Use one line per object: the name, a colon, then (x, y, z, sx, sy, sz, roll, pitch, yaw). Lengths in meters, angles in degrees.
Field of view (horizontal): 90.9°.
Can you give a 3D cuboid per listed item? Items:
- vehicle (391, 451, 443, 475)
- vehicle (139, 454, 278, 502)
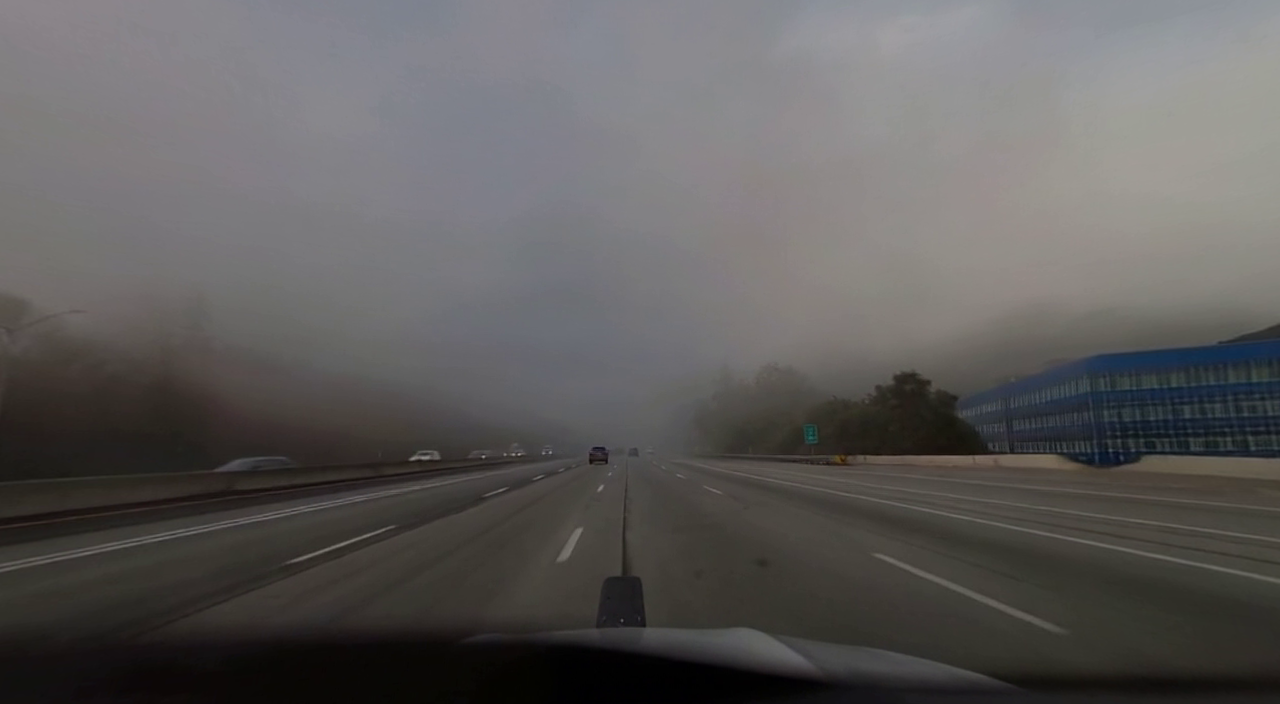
vehicle: (-15.572, 7.763, 44.334, 1.933, 1.537, 4.929, 0, -9, -1)
vehicle: (-15.501, 4.507, 23.017, 1.946, 1.531, 4.538, 0, -9, -2)
